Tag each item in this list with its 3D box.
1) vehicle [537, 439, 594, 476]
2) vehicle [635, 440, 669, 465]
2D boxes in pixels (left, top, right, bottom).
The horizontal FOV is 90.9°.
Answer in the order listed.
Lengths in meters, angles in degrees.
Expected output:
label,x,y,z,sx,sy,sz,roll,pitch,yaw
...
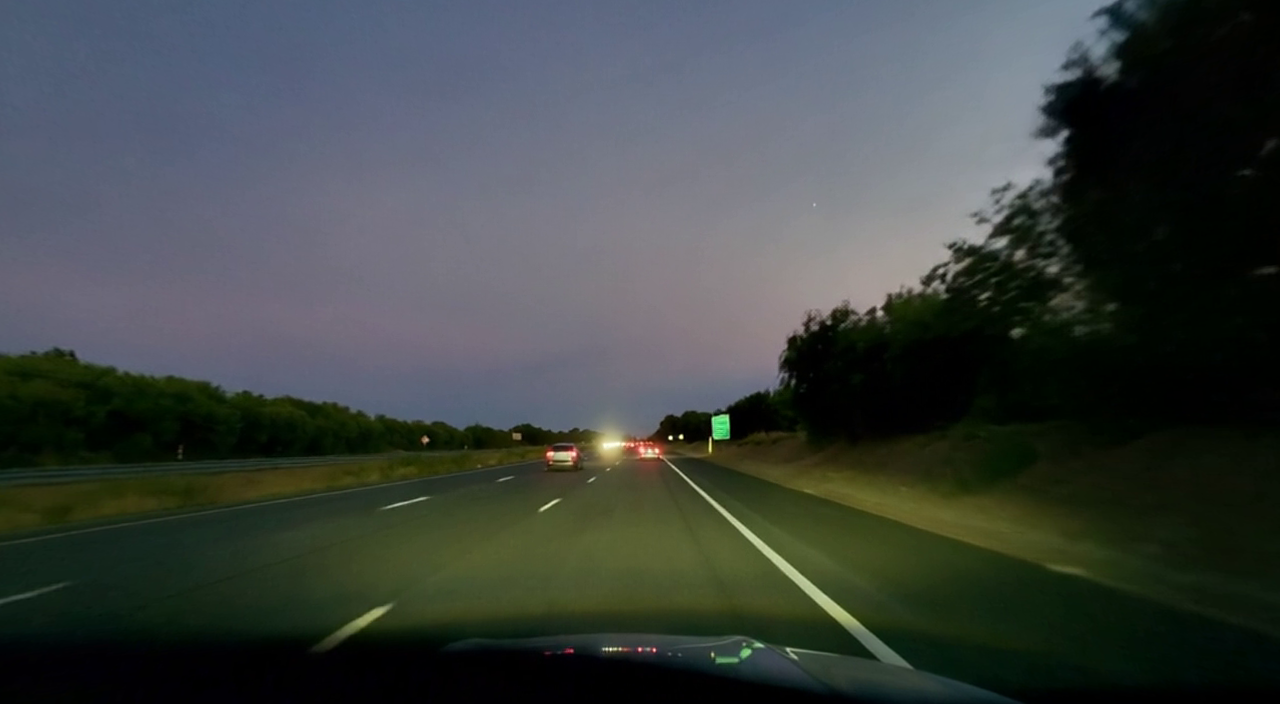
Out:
label,x,y,z,sx,sy,sz,roll,pitch,yaw
vehicle,-3.418,4.966,29.919,2.028,1.634,4.441,0,-8,2
vehicle,0.828,6.998,44.068,2.259,1.697,4.106,0,-8,1
